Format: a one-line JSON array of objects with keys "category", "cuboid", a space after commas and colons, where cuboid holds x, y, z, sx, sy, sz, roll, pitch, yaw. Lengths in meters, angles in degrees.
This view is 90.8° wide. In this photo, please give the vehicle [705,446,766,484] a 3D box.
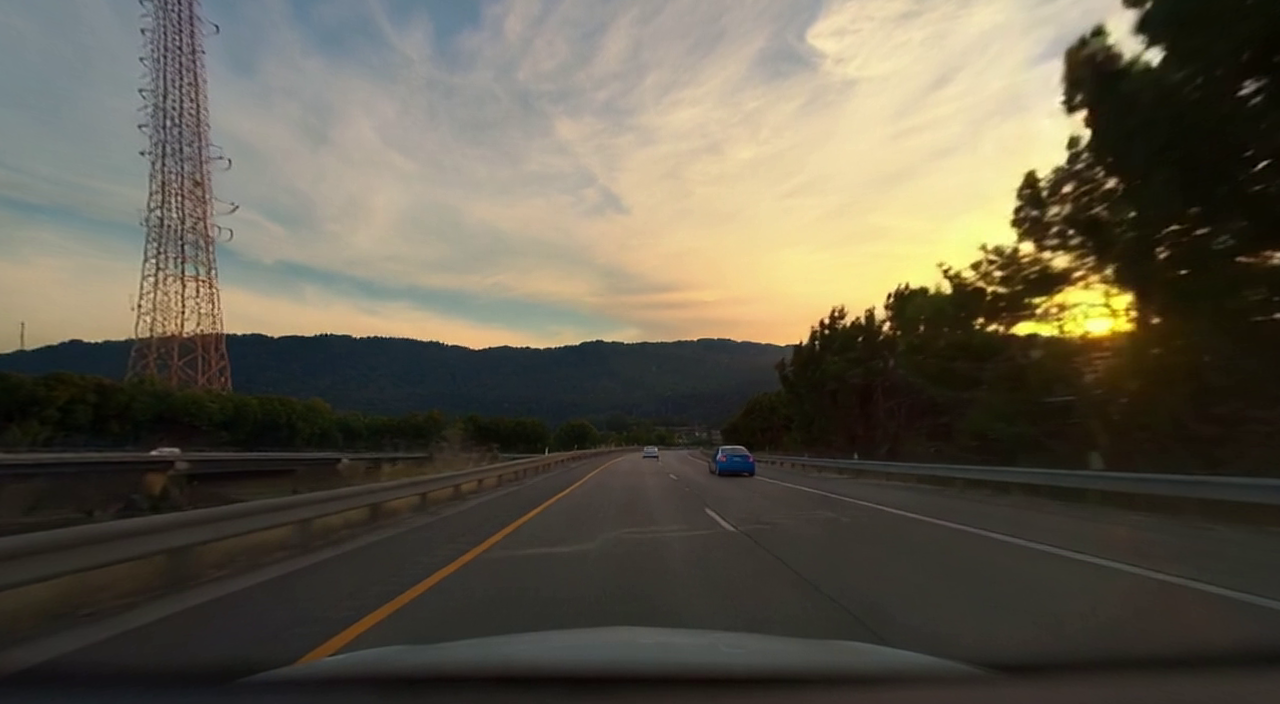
[{"category": "vehicle", "cuboid": [4.164, 4.973, 28.138, 2.030, 1.526, 4.165, 0, -8, 0]}]
